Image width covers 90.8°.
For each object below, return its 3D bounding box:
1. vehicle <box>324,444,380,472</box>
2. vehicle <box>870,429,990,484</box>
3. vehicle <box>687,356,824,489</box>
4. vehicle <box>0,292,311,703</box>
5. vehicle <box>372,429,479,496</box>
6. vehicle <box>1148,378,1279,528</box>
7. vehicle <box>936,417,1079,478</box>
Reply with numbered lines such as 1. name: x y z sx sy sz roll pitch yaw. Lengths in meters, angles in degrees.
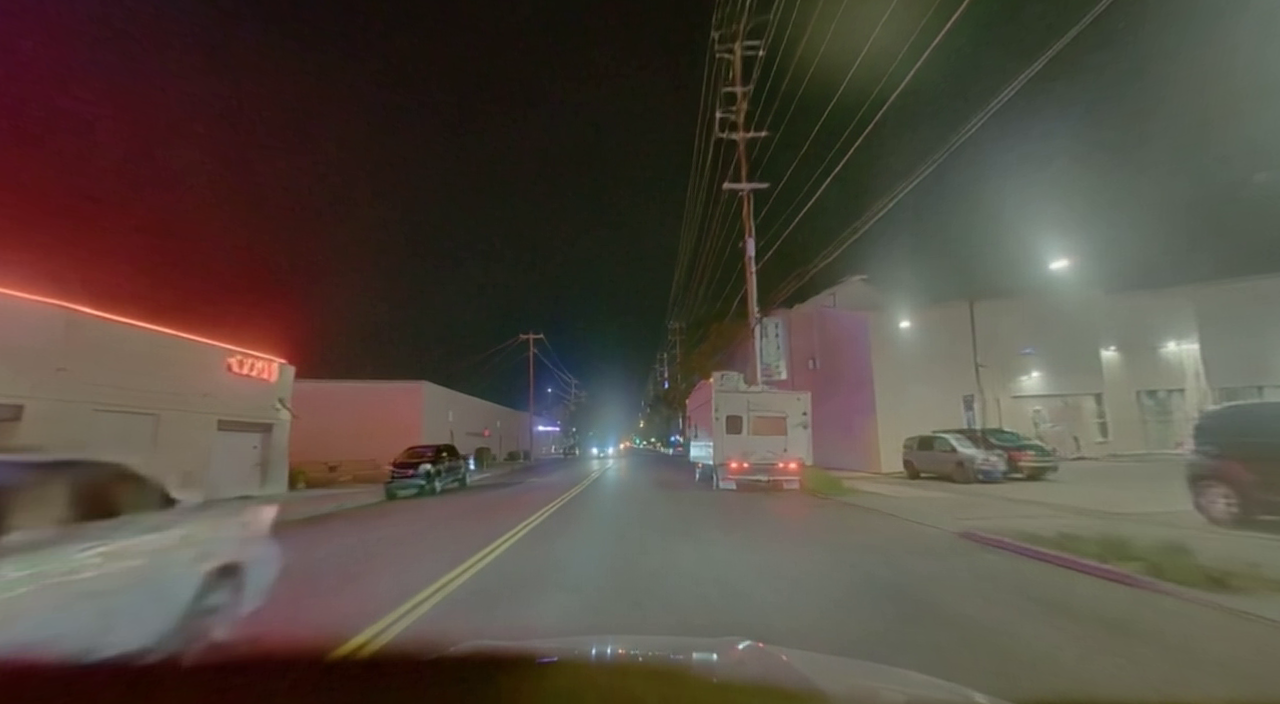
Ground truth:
1. vehicle: -17.699 6.495 38.962 1.740 1.535 3.860 -4 -9 -1
2. vehicle: 9.634 3.501 21.448 2.039 1.662 4.304 0 -8 1
3. vehicle: 3.846 2.829 23.386 3.029 3.860 7.726 -5 -10 -3
4. vehicle: -3.732 0.758 2.428 2.307 1.998 4.734 0 -8 1
5. vehicle: -7.920 4.129 23.944 2.177 2.075 5.427 -4 -9 0
6. vehicle: 9.415 1.256 7.865 2.111 1.939 4.756 0 -8 -1
7. vehicle: 12.266 3.234 21.548 2.022 1.849 4.509 0 -8 -2
